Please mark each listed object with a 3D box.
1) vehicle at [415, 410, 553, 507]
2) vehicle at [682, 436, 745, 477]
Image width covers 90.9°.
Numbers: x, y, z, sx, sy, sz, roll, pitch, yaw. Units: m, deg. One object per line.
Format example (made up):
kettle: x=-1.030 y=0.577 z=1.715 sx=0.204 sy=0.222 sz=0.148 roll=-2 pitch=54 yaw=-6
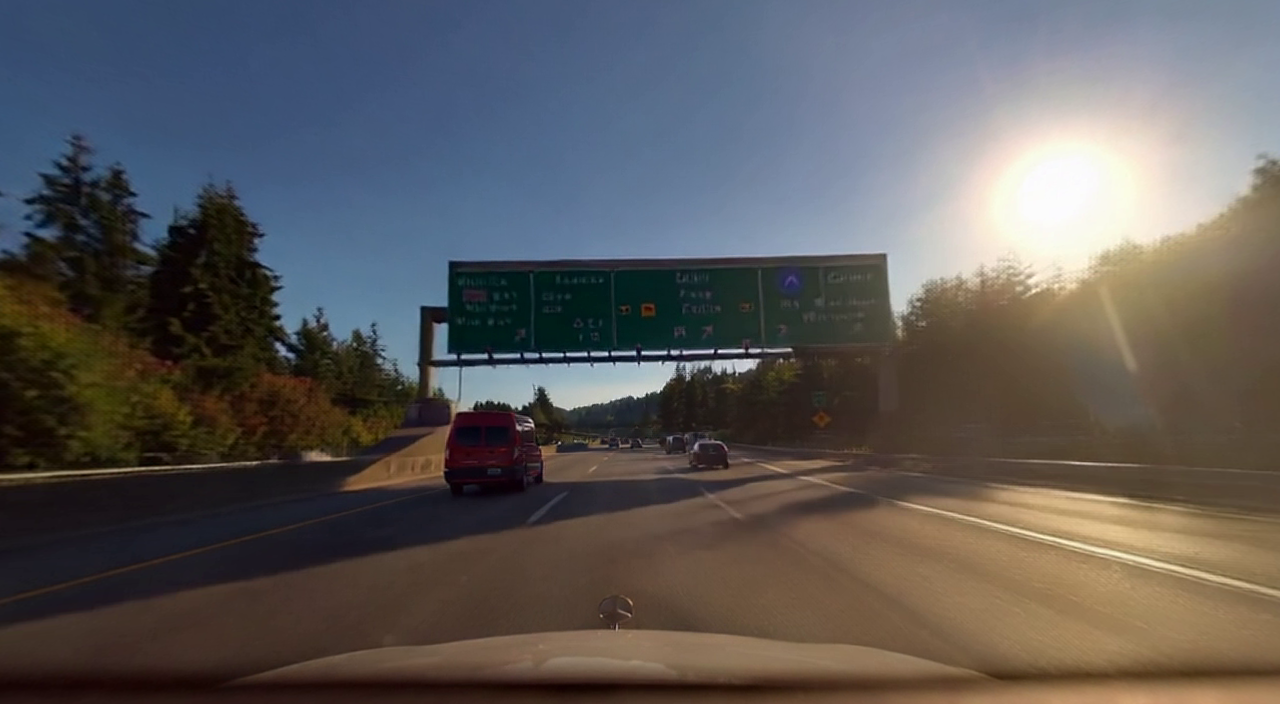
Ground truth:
vehicle: x=-3.660 y=2.600 z=15.986 sx=2.275 sy=2.053 sz=5.082 roll=0 pitch=-8 yaw=-1
vehicle: x=2.839 y=4.109 z=25.185 sx=2.020 sy=1.464 sz=3.803 roll=0 pitch=-8 yaw=-1
